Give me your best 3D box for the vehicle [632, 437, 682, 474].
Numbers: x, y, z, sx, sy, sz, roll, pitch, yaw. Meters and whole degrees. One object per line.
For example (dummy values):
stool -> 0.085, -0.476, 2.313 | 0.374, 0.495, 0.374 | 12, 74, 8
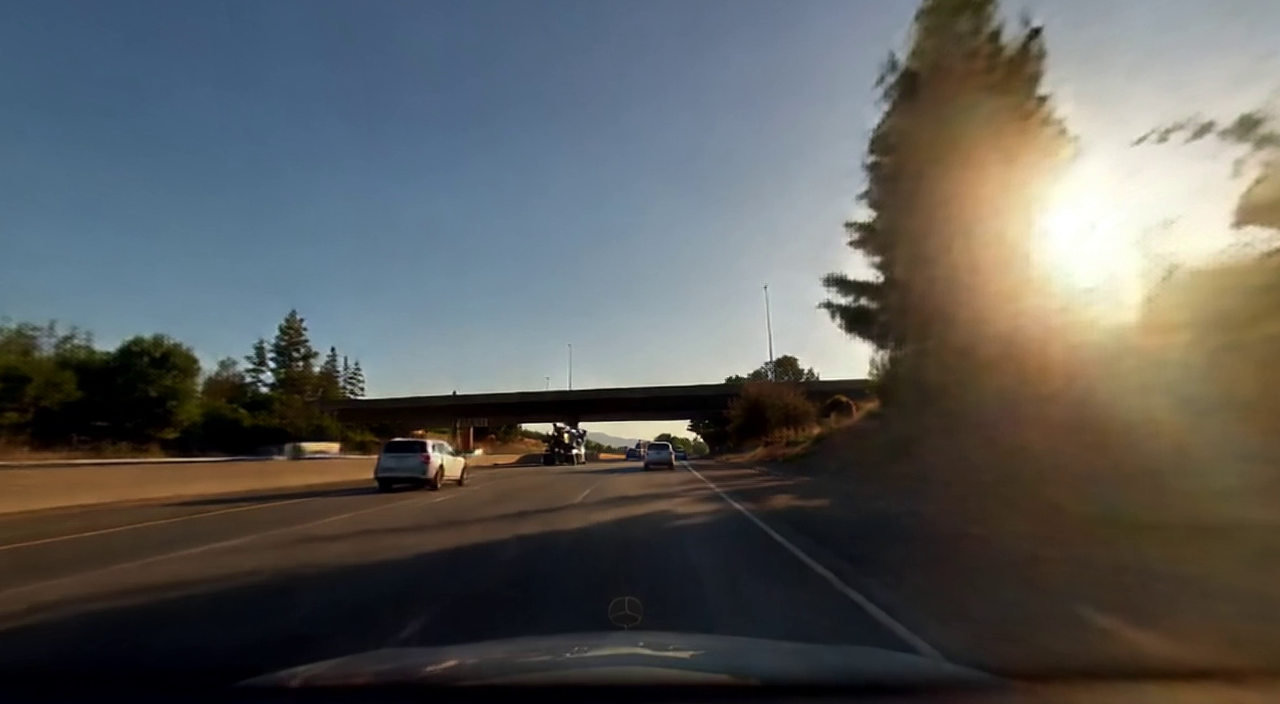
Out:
vehicle -> 0.855, 5.167, 31.713 | 2.336, 1.722, 4.212 | 0, -8, 2

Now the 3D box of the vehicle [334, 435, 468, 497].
vehicle -> -6.986, 3.369, 19.089 | 2.115, 1.644, 4.513 | 0, -8, 3

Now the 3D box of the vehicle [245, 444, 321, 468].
vehicle -> -24.212, 7.055, 43.069 | 1.950, 1.527, 5.235 | 0, -8, 2
